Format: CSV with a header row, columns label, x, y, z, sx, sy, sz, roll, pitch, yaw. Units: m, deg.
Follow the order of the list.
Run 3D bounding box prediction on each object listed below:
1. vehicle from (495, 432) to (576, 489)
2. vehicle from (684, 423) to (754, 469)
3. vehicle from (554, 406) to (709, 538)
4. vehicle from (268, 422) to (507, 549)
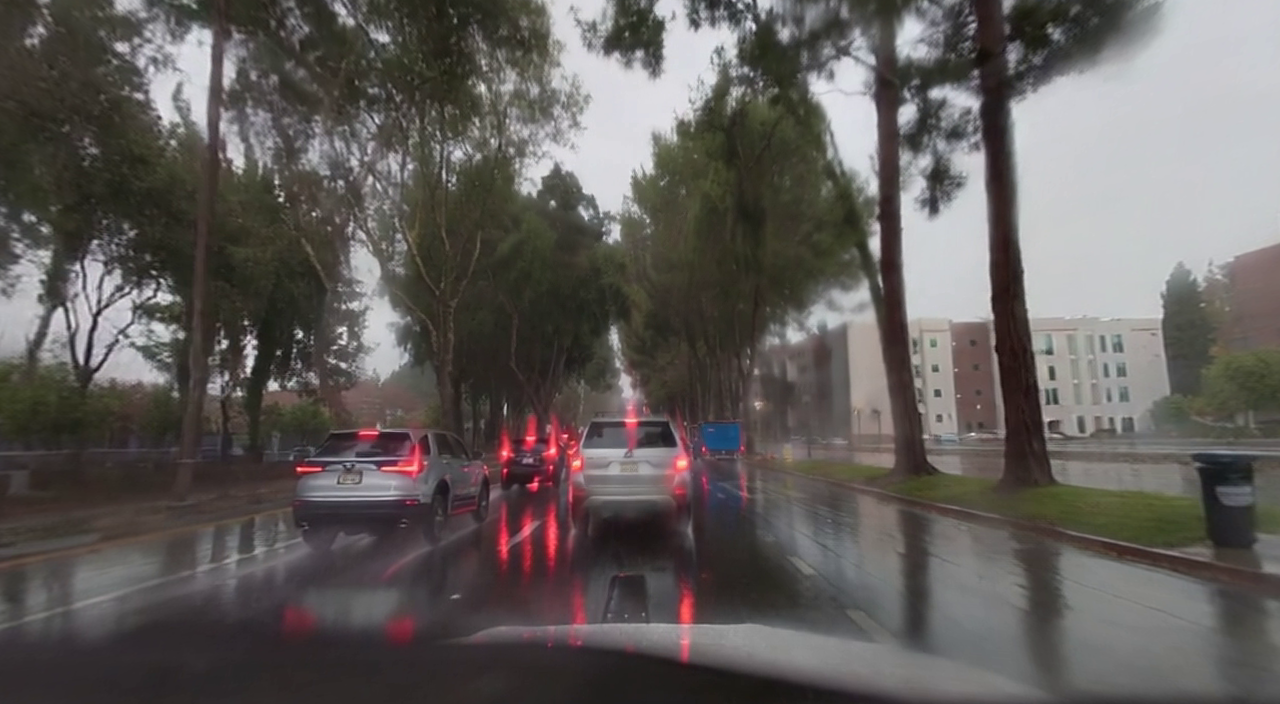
label,x,y,z,sx,sy,sz,roll,pitch,yaw
vehicle,-3.245,3.461,20.351,1.894,1.642,3.861,0,-8,1
vehicle,3.796,4.727,31.603,2.655,2.054,6.098,0,-8,0
vehicle,-0.089,1.916,10.562,2.075,1.770,4.018,0,-8,1
vehicle,-3.740,2.058,10.487,1.959,1.614,4.676,0,-8,1
